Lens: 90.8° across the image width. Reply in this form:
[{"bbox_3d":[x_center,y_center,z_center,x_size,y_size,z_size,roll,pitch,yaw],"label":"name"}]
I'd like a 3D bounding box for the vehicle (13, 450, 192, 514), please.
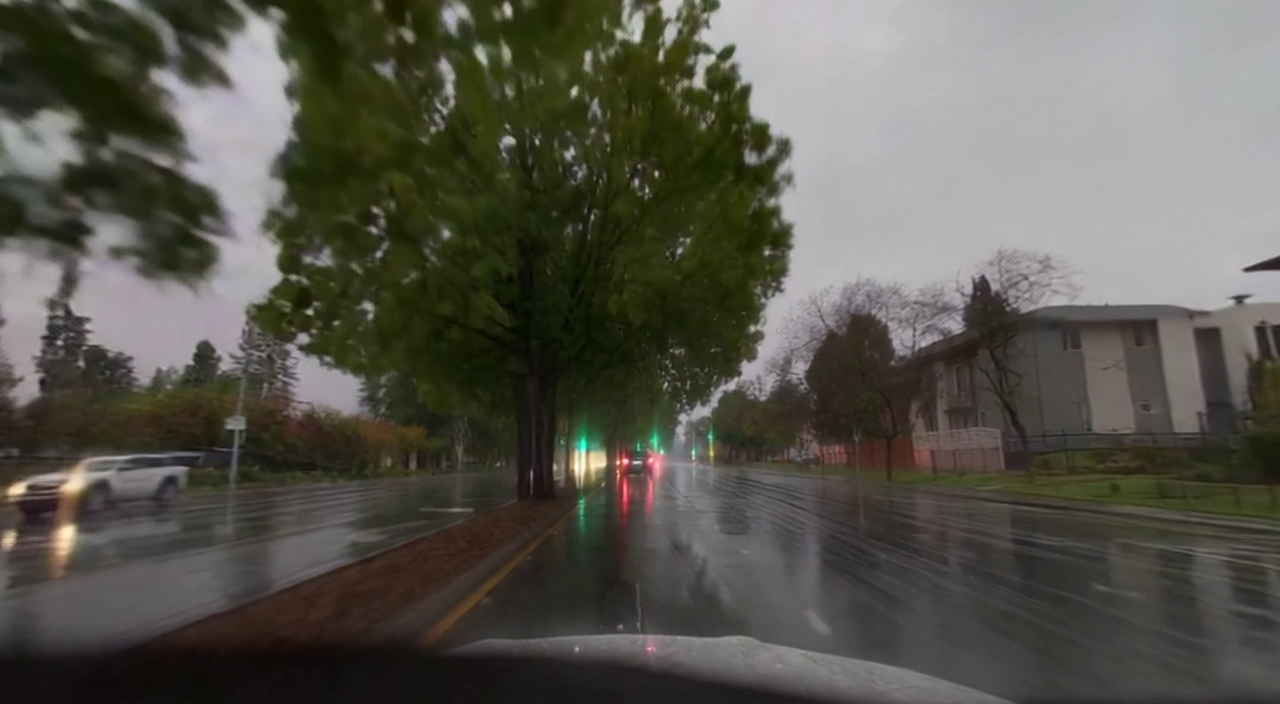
[{"bbox_3d":[-18.481,4.438,22.125,2.048,1.955,4.692,0,-9,0],"label":"vehicle"}]

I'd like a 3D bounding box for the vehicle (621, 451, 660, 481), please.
[{"bbox_3d":[0.066,6.331,35.355,2.093,1.591,4.247,0,-9,1],"label":"vehicle"}]
